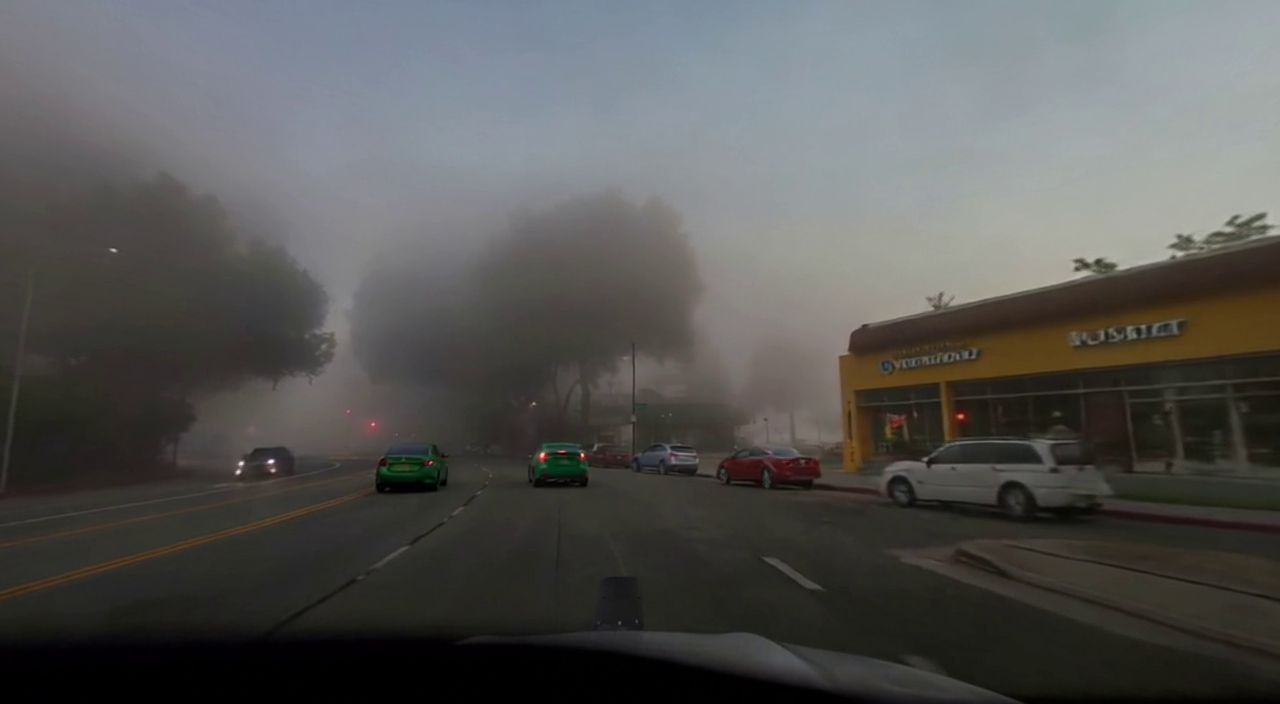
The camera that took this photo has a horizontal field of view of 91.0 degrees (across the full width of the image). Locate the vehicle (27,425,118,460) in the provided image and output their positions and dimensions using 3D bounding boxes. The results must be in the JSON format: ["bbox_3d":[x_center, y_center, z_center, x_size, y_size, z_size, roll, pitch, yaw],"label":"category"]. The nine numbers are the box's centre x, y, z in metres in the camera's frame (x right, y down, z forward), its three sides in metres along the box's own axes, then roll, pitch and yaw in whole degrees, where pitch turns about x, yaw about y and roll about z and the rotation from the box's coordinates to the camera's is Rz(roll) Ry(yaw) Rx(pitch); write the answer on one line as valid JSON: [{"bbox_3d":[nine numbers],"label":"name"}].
[{"bbox_3d":[-40.519,6.519,45.167,2.430,2.266,6.029,5,-10,-18],"label":"vehicle"}]

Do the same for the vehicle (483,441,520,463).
[{"bbox_3d":[-9.568,6.858,43.239,1.920,1.416,4.310,3,-9,-20],"label":"vehicle"}]

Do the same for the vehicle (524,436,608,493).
[{"bbox_3d":[-2.350,3.321,19.029,2.001,1.483,4.442,2,-9,-13],"label":"vehicle"}]

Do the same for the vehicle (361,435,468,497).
[{"bbox_3d":[-6.110,3.116,17.711,2.105,1.477,4.857,2,-9,-11],"label":"vehicle"}]

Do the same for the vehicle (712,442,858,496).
[{"bbox_3d":[4.329,3.572,19.791,2.038,1.446,4.896,3,-9,-21],"label":"vehicle"}]

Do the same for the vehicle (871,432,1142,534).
[{"bbox_3d":[6.614,2.353,12.001,1.952,1.547,4.091,3,-9,-19],"label":"vehicle"}]

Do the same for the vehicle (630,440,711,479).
[{"bbox_3d":[1.218,4.634,27.414,1.905,1.537,4.276,3,-9,-21],"label":"vehicle"}]

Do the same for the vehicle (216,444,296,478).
[{"bbox_3d":[-17.901,5.064,29.577,2.000,1.477,4.346,2,-9,-15],"label":"vehicle"}]
